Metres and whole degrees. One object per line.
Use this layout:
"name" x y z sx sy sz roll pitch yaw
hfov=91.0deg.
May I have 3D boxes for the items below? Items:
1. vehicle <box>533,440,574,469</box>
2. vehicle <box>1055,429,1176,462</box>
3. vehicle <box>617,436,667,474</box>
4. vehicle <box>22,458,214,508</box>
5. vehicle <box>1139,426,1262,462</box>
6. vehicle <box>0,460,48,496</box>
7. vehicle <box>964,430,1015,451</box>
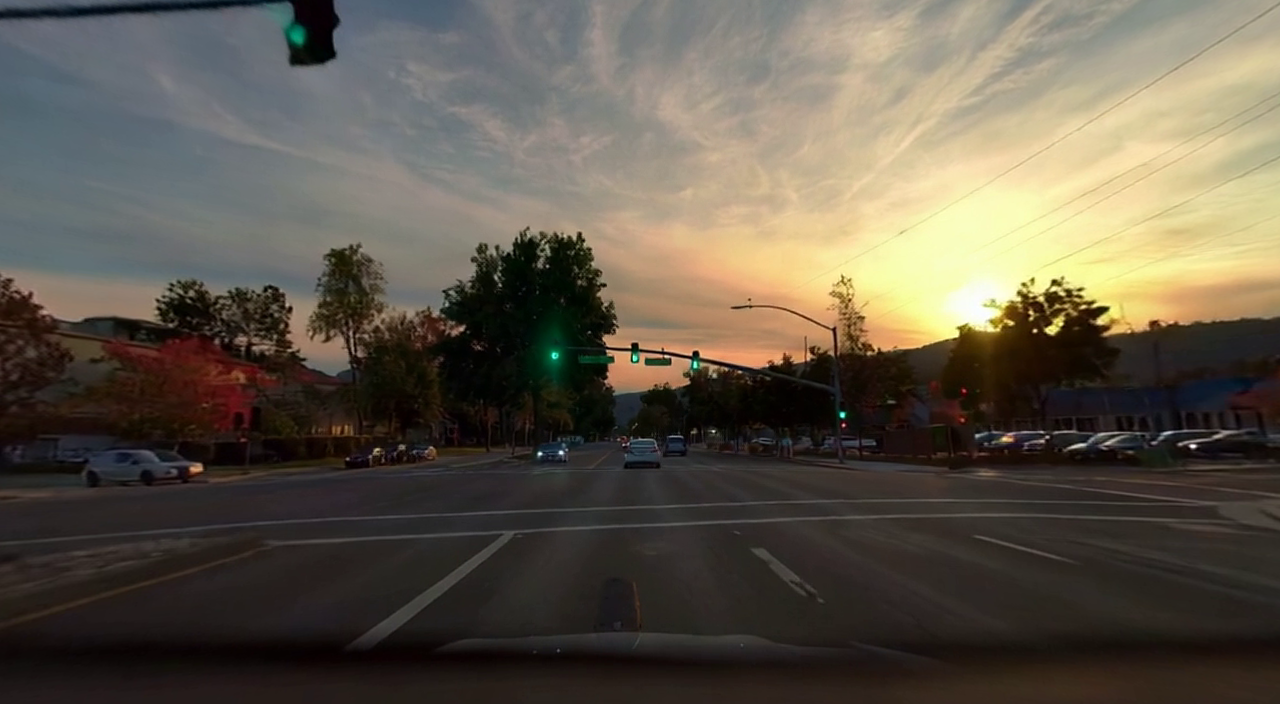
"vehicle" -5.158 6.160 37.943 1.844 1.534 3.831 -3 -8 0
"vehicle" 25.813 5.114 34.327 1.941 1.641 4.829 7 -11 -39
"vehicle" 0.052 4.659 28.699 2.145 1.572 4.021 0 -8 -1
"vehicle" -18.845 4.732 23.263 2.311 1.485 5.817 0 -8 -2
"vehicle" 29.808 4.901 33.589 1.958 1.759 4.517 7 -11 -38
"vehicle" -28.163 5.599 28.261 1.953 1.415 4.553 7 -11 -40
"vehicle" 26.936 6.839 48.423 4.587 1.548 1.998 8 -12 -42
